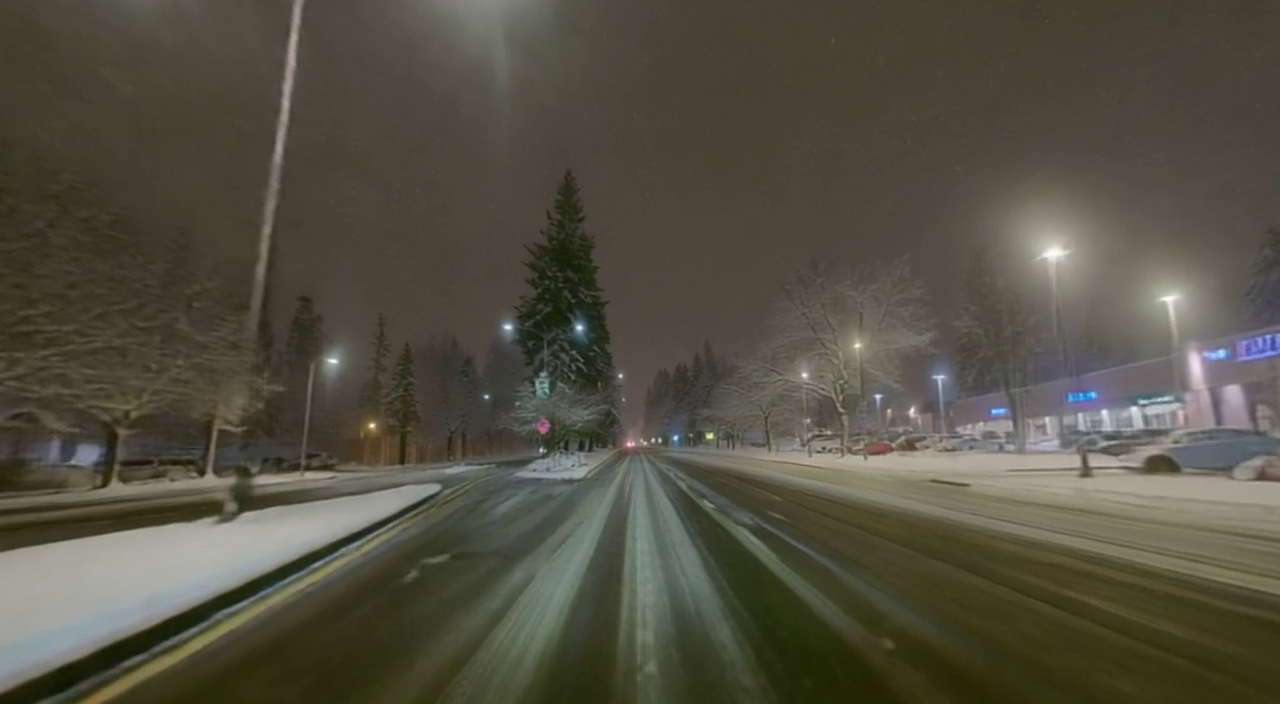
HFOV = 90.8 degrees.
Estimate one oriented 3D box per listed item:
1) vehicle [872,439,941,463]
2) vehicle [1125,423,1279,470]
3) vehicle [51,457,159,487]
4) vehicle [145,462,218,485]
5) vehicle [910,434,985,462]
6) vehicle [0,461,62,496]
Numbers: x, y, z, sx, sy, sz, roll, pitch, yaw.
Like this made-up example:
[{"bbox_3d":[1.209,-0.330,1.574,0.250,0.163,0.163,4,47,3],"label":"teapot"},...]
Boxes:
[{"bbox_3d":[17.107,6.379,40.851,1.974,1.446,4.614,1,-8,-8],"label":"vehicle"},{"bbox_3d":[21.049,3.500,23.457,2.048,1.559,4.758,1,-8,-4],"label":"vehicle"},{"bbox_3d":[-30.461,6.818,36.070,4.446,1.576,1.838,0,-8,0],"label":"vehicle"},{"bbox_3d":[-29.707,7.850,40.985,3.380,1.342,1.686,-1,-9,1],"label":"vehicle"},{"bbox_3d":[19.622,6.159,40.545,1.995,1.673,4.725,0,-9,-6],"label":"vehicle"},{"bbox_3d":[-30.376,6.195,30.859,3.651,1.502,1.657,-6,-10,23],"label":"vehicle"}]
